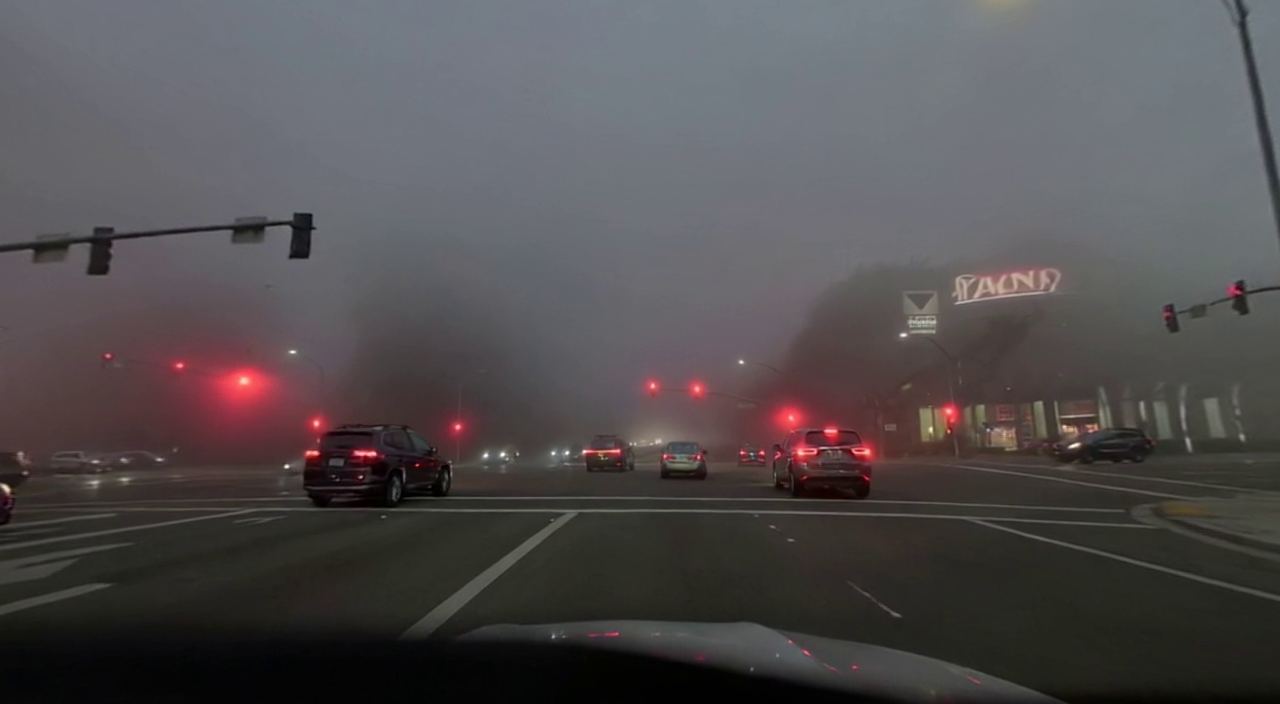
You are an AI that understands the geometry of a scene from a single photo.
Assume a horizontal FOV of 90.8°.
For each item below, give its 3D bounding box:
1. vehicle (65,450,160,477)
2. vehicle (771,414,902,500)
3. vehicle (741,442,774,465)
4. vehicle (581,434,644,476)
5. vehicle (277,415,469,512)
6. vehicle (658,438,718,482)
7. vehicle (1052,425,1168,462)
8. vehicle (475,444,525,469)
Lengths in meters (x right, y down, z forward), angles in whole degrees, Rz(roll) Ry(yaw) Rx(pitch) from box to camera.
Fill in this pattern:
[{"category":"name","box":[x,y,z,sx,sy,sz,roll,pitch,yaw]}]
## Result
[{"category":"vehicle","box":[-34.797,7.339,41.695,4.942,1.602,2.111,-2,-8,13]},{"category":"vehicle","box":[5.029,2.790,17.108,2.267,1.931,5.145,-1,-8,5]},{"category":"vehicle","box":[8.414,7.259,45.411,2.149,1.532,4.168,-2,-8,8]},{"category":"vehicle","box":[-1.146,4.670,28.796,2.088,1.746,4.650,-1,-8,8]},{"category":"vehicle","box":[-5.883,2.529,14.746,2.127,1.888,4.637,-1,-8,5]},{"category":"vehicle","box":[1.868,4.034,23.917,2.057,1.492,3.825,-1,-8,6]},{"category":"vehicle","box":[25.729,5.053,34.753,4.557,1.848,2.008,-2,-9,8]},{"category":"vehicle","box":[-9.852,7.278,44.193,2.041,1.660,4.371,5,-10,-31]}]
